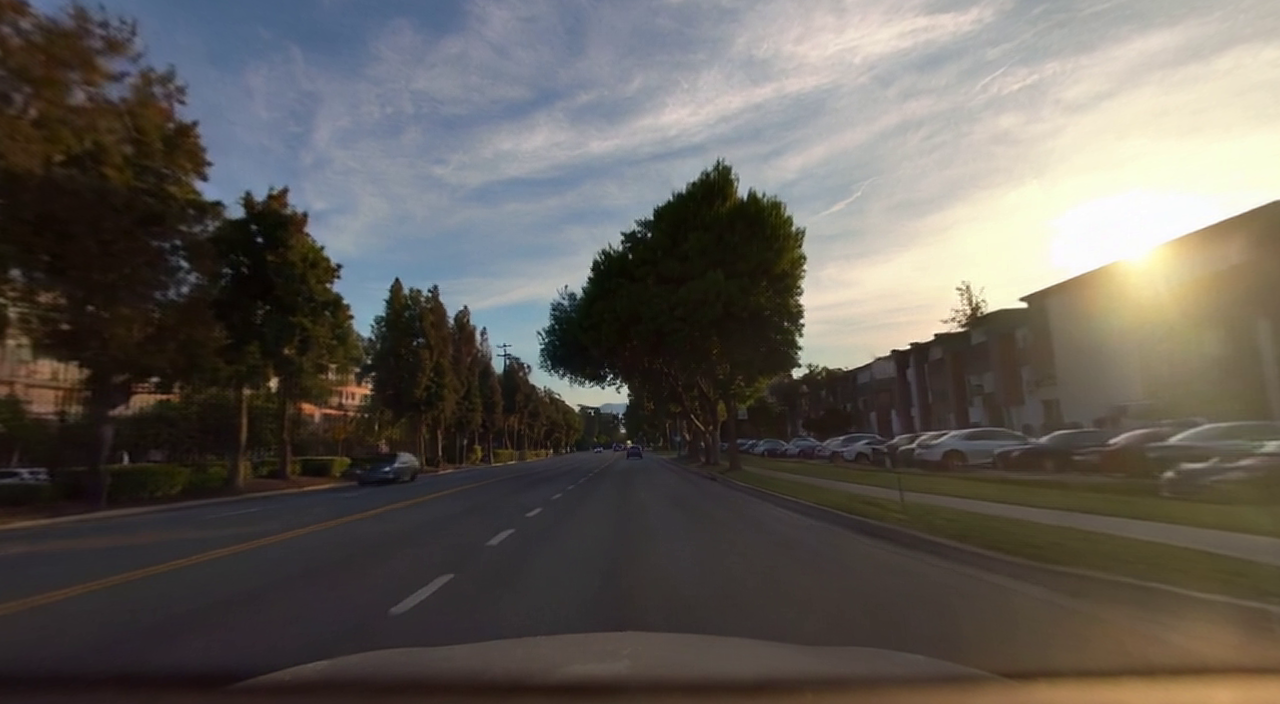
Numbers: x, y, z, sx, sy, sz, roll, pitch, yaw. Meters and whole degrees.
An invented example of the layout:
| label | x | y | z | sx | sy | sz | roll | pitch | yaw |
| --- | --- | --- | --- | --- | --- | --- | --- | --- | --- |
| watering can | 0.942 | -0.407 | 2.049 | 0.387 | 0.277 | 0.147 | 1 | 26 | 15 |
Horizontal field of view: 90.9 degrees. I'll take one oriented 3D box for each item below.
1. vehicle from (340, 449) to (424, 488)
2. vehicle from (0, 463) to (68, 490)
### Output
| label | x | y | z | sx | sy | sz | roll | pitch | yaw |
| --- | --- | --- | --- | --- | --- | --- | --- | --- | --- |
| vehicle | -12.001 | 5.420 | 29.705 | 2.096 | 1.509 | 4.666 | -3 | -9 | -1 |
| vehicle | -39.763 | 7.830 | 39.732 | 5.232 | 1.633 | 1.950 | 0 | -9 | -3 |
